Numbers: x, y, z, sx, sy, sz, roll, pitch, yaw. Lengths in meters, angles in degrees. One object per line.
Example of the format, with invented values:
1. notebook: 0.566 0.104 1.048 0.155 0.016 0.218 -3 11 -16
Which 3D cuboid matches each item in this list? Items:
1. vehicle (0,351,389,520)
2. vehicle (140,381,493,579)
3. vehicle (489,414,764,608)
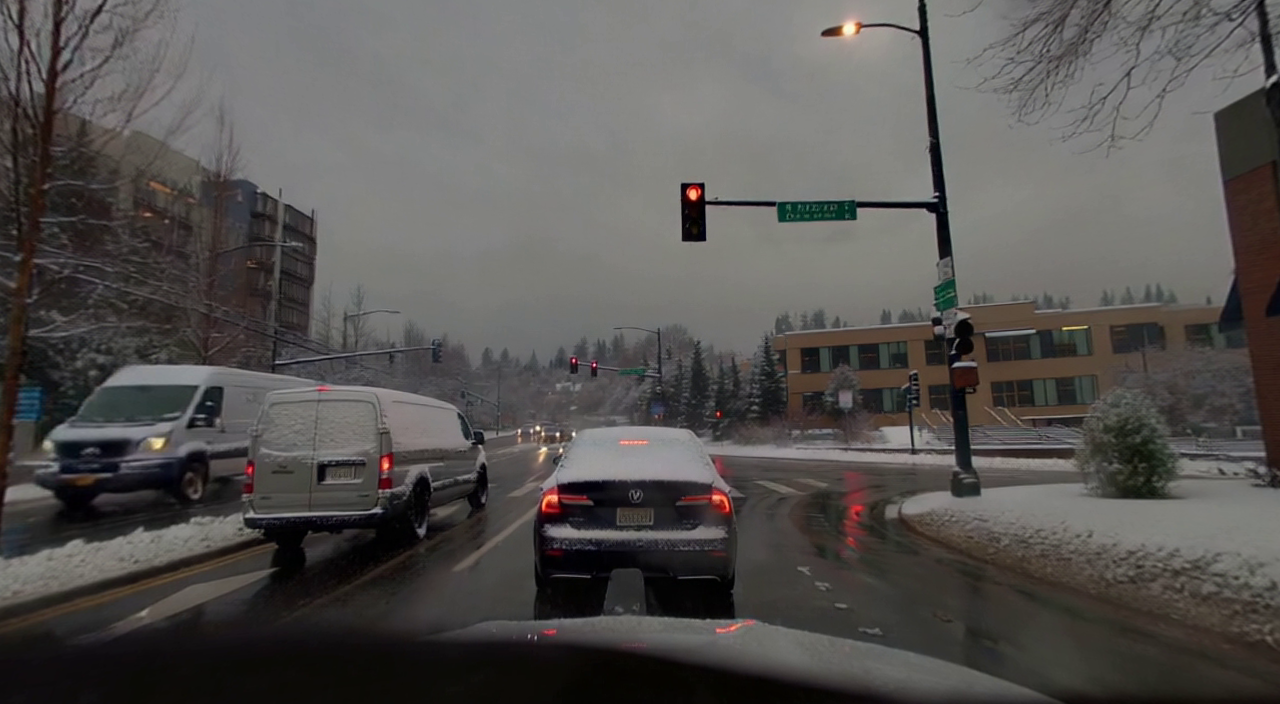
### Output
1. vehicle: -10.885 2.184 18.136 2.973 3.009 12.605 -3 -6 -4
2. vehicle: -3.585 1.515 8.415 2.076 1.820 5.100 0 -8 -1
3. vehicle: -0.114 1.463 6.769 2.064 1.452 3.942 0 -8 0
